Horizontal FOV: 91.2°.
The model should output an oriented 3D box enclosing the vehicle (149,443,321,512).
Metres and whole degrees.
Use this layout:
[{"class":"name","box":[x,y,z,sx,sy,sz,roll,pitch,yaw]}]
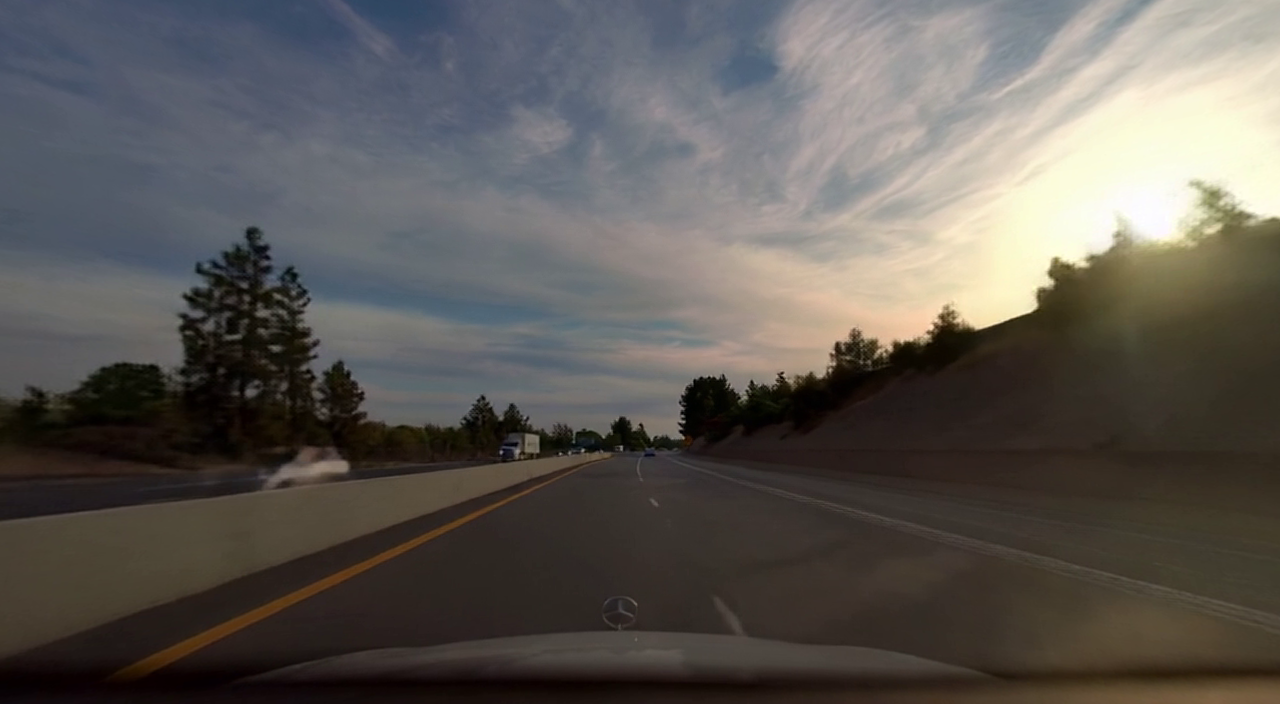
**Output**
[{"class":"vehicle","box":[-10.394,3.215,16.518,1.895,1.552,4.010,0,-9,-1]}]
